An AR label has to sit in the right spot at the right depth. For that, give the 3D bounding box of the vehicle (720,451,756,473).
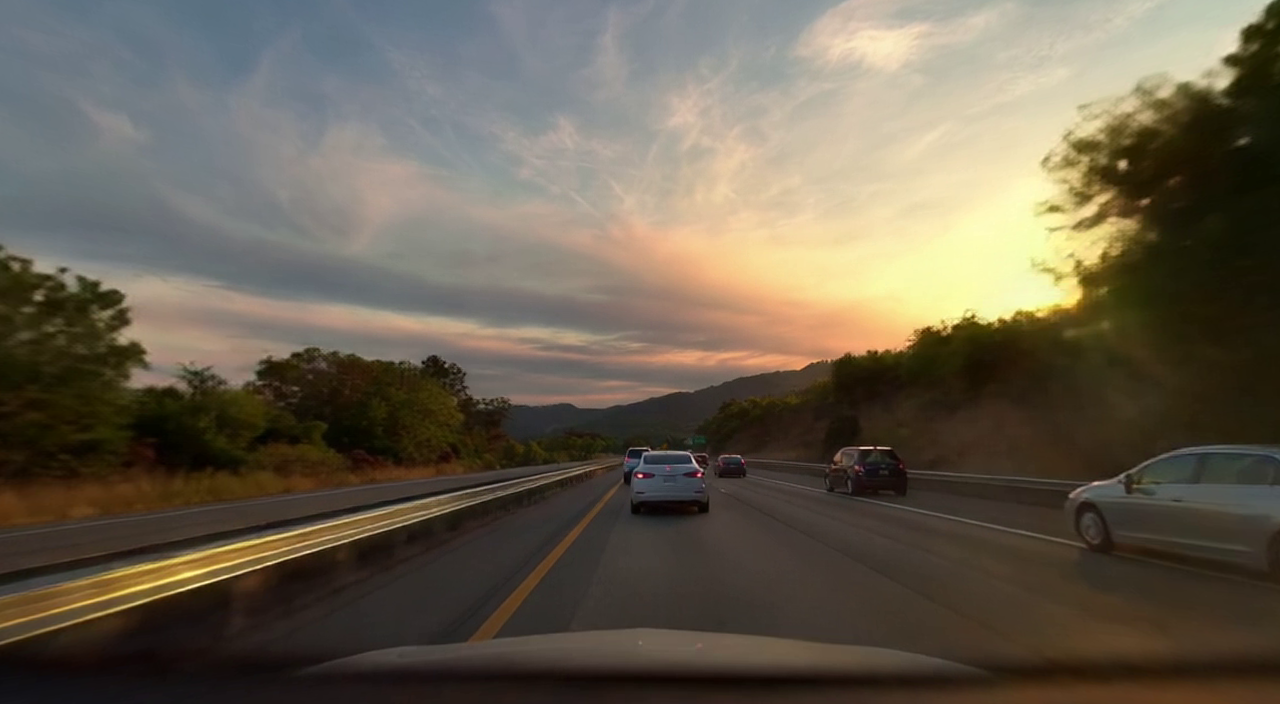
[{"bbox_3d":[6.825,7.669,44.238,1.921,1.451,3.841,0,-9,0],"label":"vehicle"}]

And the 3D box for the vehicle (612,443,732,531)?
[{"bbox_3d":[0.563,2.645,12.855,2.076,1.485,3.774,0,-9,0],"label":"vehicle"}]

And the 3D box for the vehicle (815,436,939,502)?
[{"bbox_3d":[6.802,3.400,18.660,1.980,1.702,4.235,0,-9,0],"label":"vehicle"}]

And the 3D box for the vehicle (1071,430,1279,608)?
[{"bbox_3d":[6.359,1.466,5.729,1.965,1.484,4.090,0,-9,0],"label":"vehicle"}]
